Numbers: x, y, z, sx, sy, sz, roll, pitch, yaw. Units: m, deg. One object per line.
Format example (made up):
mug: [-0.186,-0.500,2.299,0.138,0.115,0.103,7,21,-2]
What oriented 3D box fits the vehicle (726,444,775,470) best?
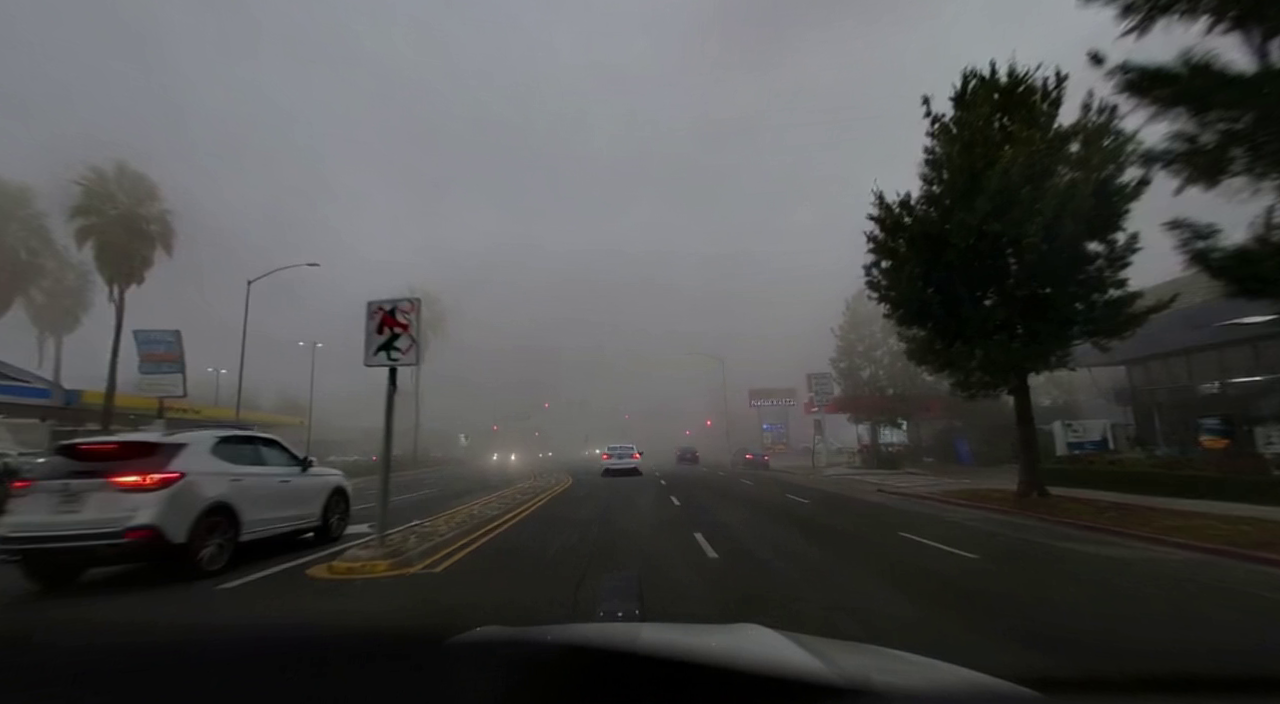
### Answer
vehicle: [6.614,6.359,38.473,1.922,1.461,4.868,0,-9,-2]

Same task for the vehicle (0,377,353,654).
vehicle: [-5.274,1.488,6.829,2.158,1.820,5.284,-1,-8,-3]

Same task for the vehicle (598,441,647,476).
vehicle: [-0.810,4.947,29.662,2.160,1.508,4.319,0,-9,-1]

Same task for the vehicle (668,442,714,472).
vehicle: [2.727,5.708,34.594,2.060,1.471,4.168,0,-9,-1]
